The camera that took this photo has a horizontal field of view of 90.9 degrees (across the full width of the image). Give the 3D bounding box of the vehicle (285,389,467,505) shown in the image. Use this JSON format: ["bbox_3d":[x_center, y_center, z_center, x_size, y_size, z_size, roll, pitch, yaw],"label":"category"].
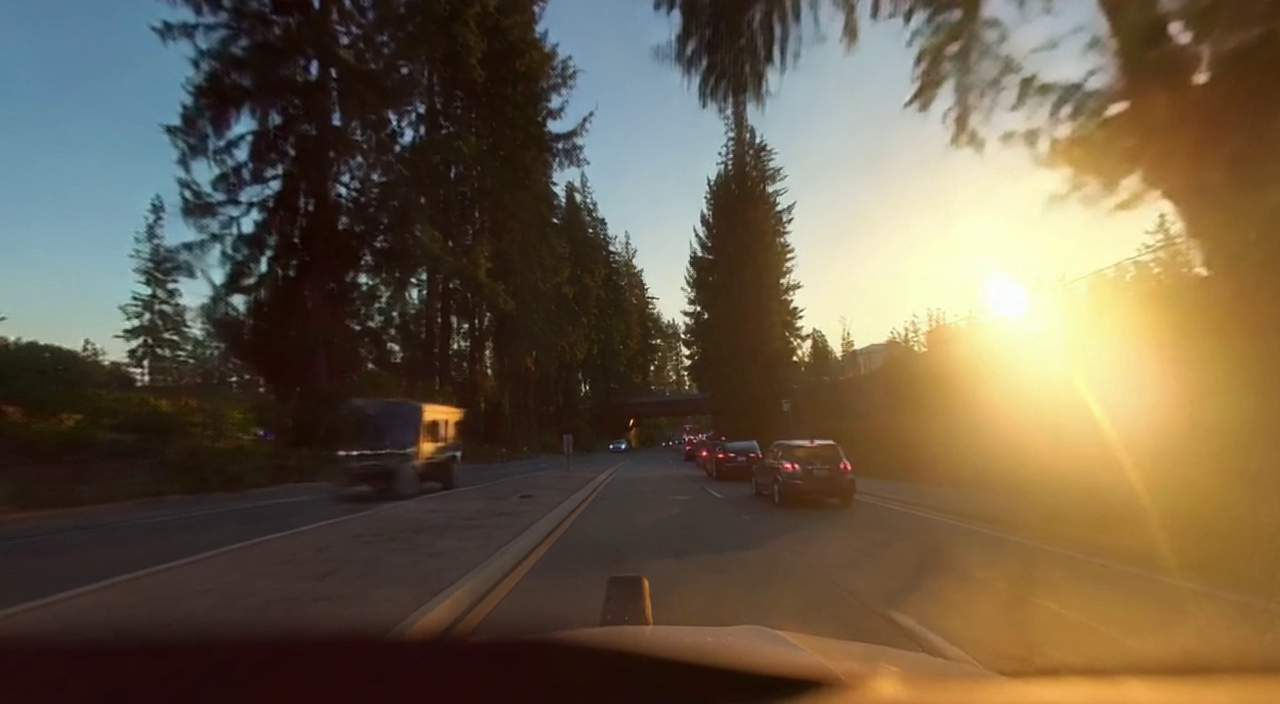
[{"bbox_3d":[-6.644,2.518,16.791,2.273,2.556,5.337,-1,-8,3],"label":"vehicle"}]

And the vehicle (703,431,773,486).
[{"bbox_3d":[3.671,4.094,24.471,1.985,1.895,4.496,0,-8,0],"label":"vehicle"}]

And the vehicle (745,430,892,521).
[{"bbox_3d":[3.744,2.659,14.124,1.972,1.682,4.397,0,-8,0],"label":"vehicle"}]
